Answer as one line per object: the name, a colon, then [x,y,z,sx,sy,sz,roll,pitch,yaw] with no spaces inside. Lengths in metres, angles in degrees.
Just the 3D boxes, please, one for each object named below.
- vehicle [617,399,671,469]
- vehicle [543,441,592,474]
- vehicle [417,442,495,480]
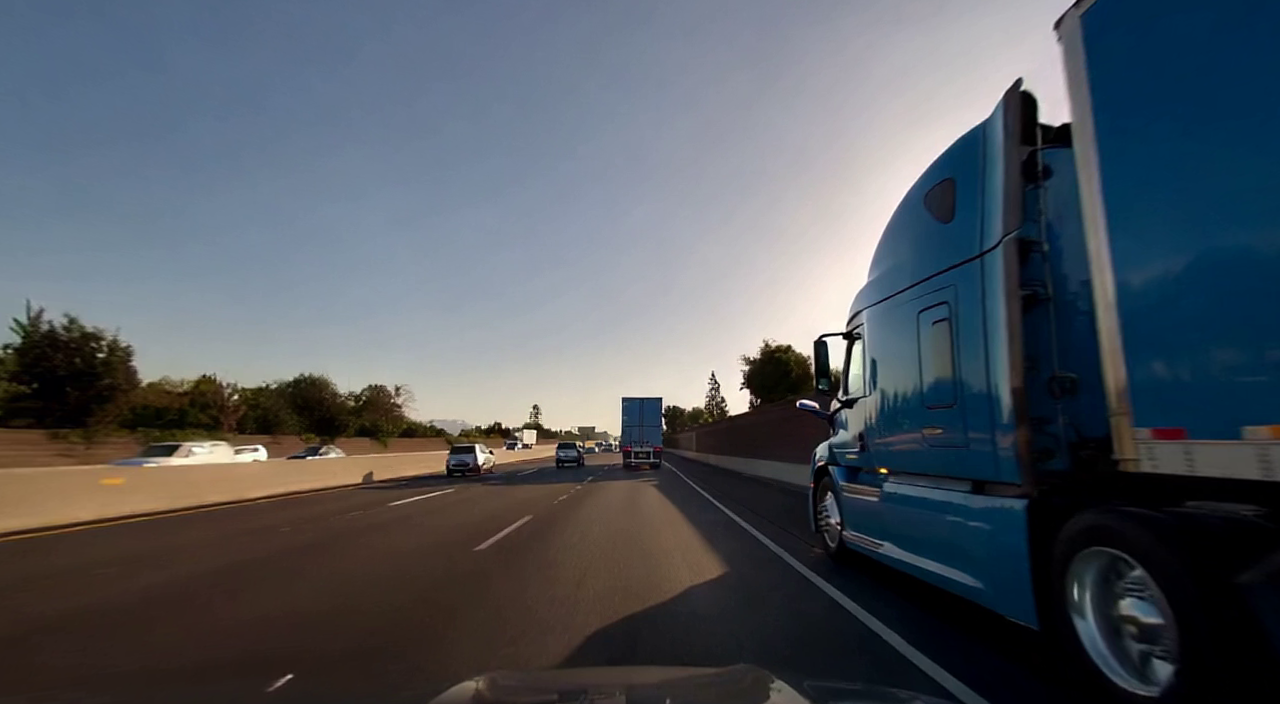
vehicle: [0.241,5.607,41.980,3.123,4.094,10.812,0,-9,0]
vehicle: [-3.674,5.411,32.242,2.006,1.572,4.082,0,-9,0]
vehicle: [-7.908,4.734,27.438,1.968,1.507,4.673,0,-9,0]
